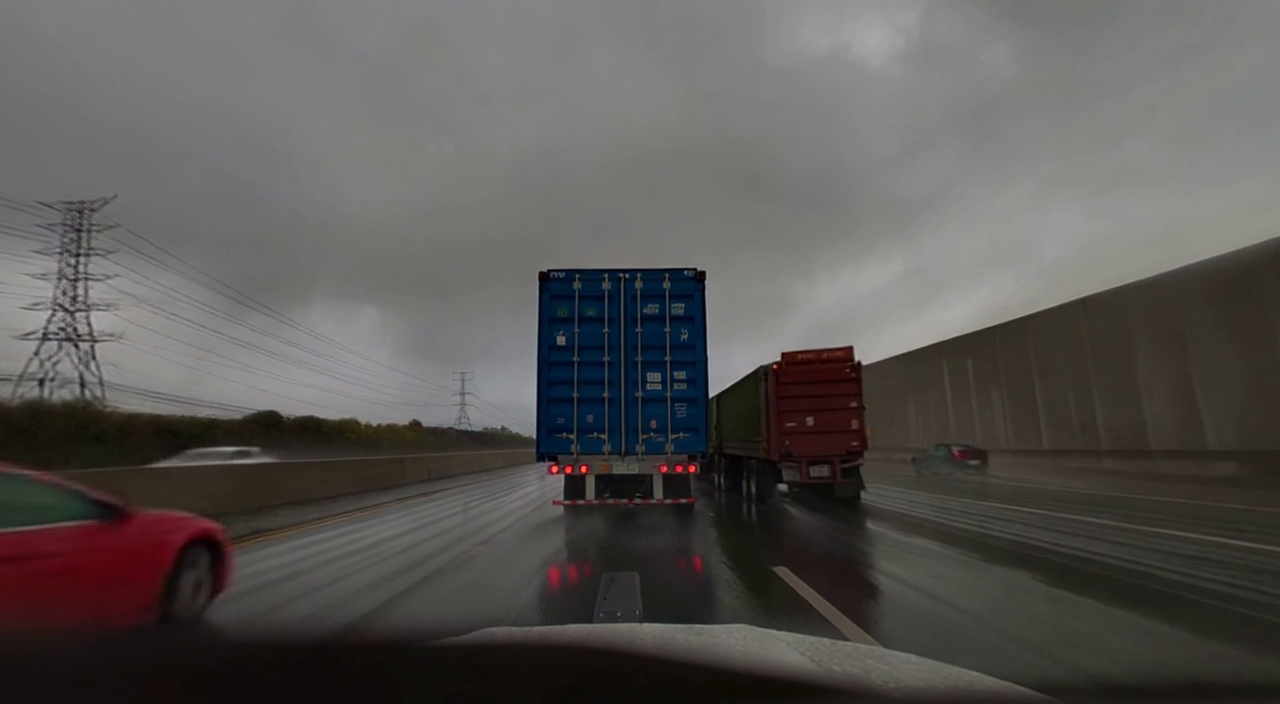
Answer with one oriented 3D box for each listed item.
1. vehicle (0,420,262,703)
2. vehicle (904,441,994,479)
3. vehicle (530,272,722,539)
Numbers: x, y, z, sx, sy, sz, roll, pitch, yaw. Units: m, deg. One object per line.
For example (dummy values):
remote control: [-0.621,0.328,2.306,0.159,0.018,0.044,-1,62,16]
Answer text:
vehicle: [-4.184,1.068,2.975,1.993,1.475,4.540,0,-9,0]
vehicle: [12.781,4.485,26.439,1.766,1.452,3.703,0,-9,-2]
vehicle: [-0.215,1.646,15.660,2.841,4.071,12.046,0,-9,0]
